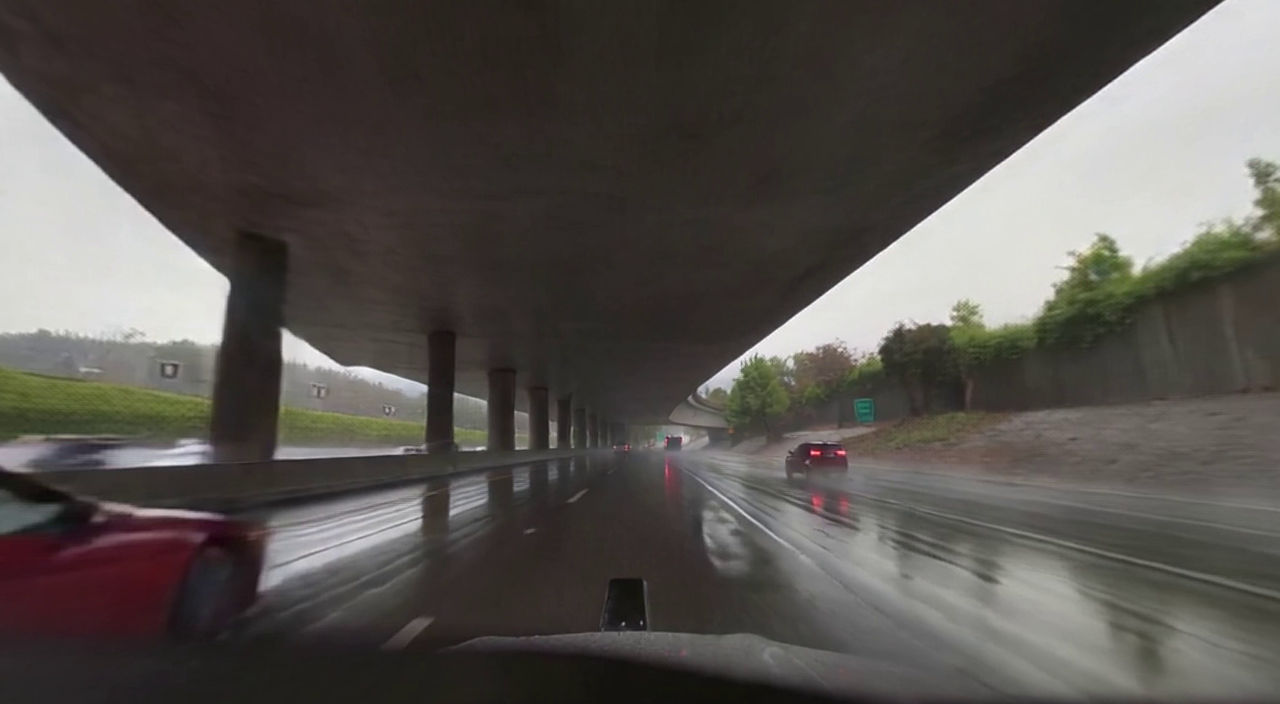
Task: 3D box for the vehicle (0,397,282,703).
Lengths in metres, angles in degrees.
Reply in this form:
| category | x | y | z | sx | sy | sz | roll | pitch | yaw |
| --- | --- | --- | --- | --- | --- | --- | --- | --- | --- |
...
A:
| category | x | y | z | sx | sy | sz | roll | pitch | yaw |
| --- | --- | --- | --- | --- | --- | --- | --- | --- | --- |
| vehicle | -3.799 | 0.909 | 2.292 | 2.085 | 1.533 | 4.861 | 0 | -8 | 1 |

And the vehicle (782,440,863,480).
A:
| category | x | y | z | sx | sy | sz | roll | pitch | yaw |
| --- | --- | --- | --- | --- | --- | --- | --- | --- | --- |
| vehicle | 7.373 | 4.403 | 25.977 | 1.914 | 1.465 | 4.574 | 0 | -8 | 0 |

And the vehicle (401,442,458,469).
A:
| category | x | y | z | sx | sy | sz | roll | pitch | yaw |
| --- | --- | --- | --- | --- | --- | --- | --- | --- | --- |
| vehicle | -13.028 | 6.404 | 39.276 | 1.969 | 1.582 | 4.223 | 0 | -8 | 2 |
